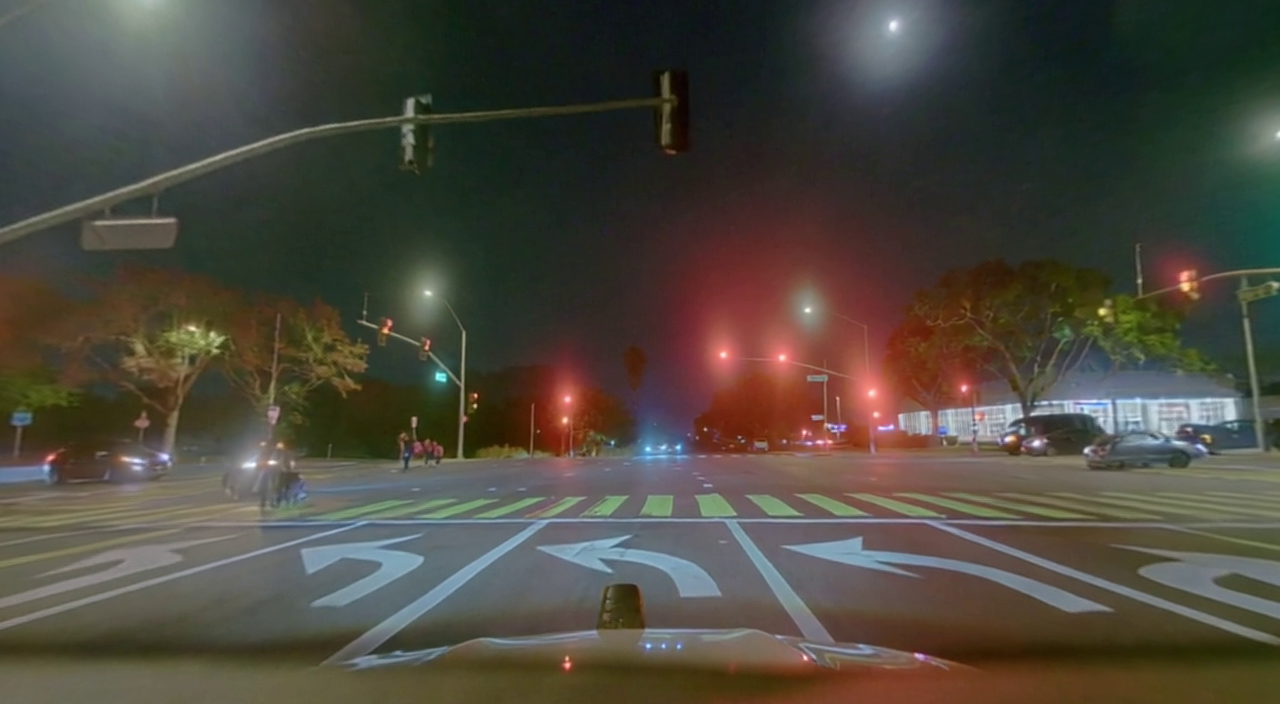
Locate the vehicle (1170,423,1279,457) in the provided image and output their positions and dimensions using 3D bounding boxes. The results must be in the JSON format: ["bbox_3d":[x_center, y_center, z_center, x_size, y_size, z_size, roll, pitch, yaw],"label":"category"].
[{"bbox_3d":[32.210,4.793,34.244,4.896,1.729,1.952,-1,-9,5],"label":"vehicle"}]

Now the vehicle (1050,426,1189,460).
[{"bbox_3d":[21.945,4.207,29.090,4.740,1.464,1.876,-1,-9,4],"label":"vehicle"}]

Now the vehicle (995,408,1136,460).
[{"bbox_3d":[23.685,4.626,35.417,5.855,2.746,2.523,-1,-9,5],"label":"vehicle"}]

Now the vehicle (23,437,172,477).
[{"bbox_3d":[-21.168,4.100,24.757,4.265,1.493,1.871,-1,-9,5],"label":"vehicle"}]
